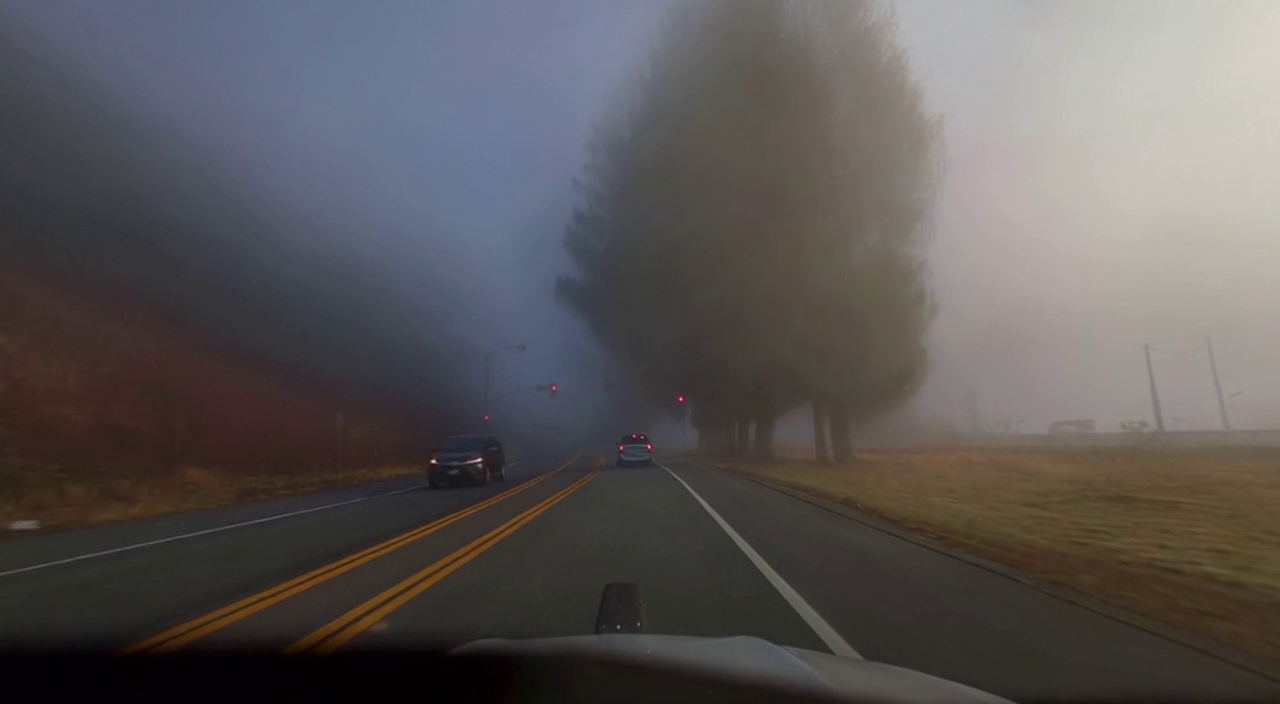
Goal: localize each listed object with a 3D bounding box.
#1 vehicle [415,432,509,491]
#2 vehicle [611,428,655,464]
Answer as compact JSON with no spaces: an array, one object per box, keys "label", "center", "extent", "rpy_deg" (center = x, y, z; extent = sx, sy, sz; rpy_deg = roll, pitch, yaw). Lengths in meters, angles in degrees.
[{"label":"vehicle","center":[-6.596,4.106,24.055],"extent":[2.378,1.853,4.847],"rpy_deg":[-3,-8,-3]},{"label":"vehicle","center":[-0.454,5.810,39.102],"extent":[2.574,2.059,5.331],"rpy_deg":[0,-8,-1]}]
